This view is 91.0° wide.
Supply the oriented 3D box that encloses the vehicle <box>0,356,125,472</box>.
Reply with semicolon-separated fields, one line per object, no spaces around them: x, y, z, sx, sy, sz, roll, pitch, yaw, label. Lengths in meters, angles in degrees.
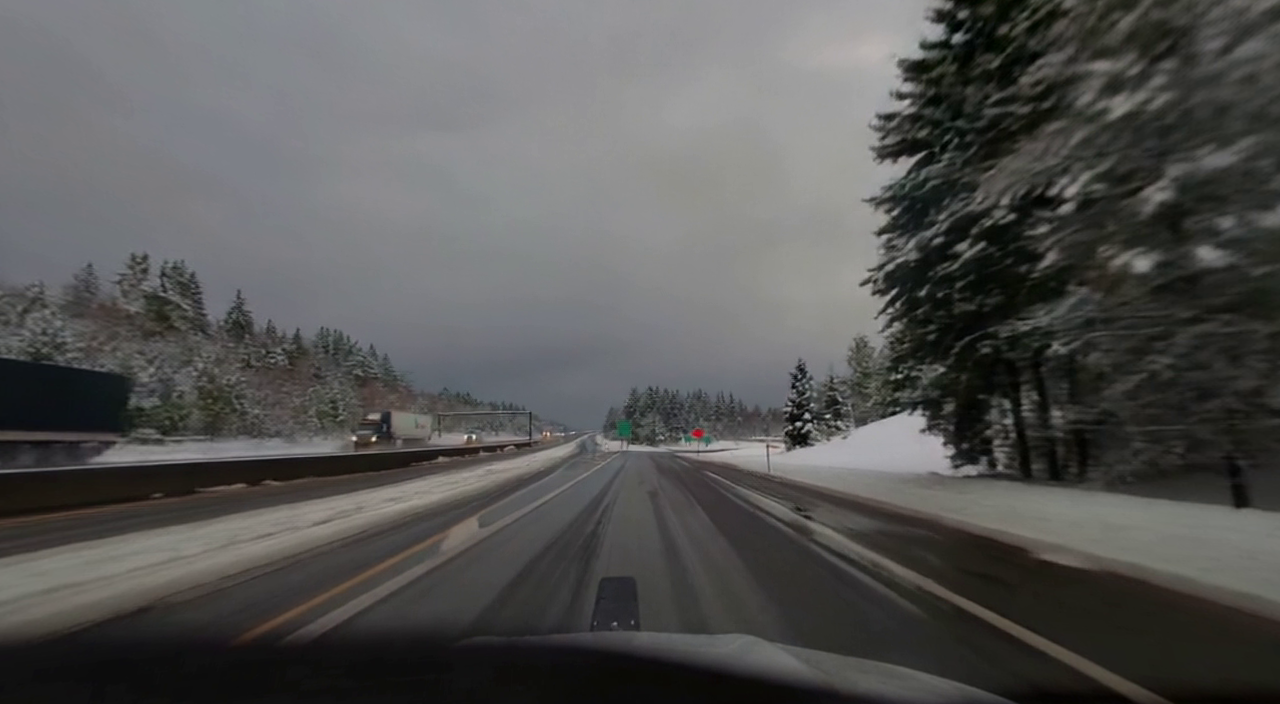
-23.659;1.907;20.079;2.832;3.989;14.520;0;-8;-3;vehicle
